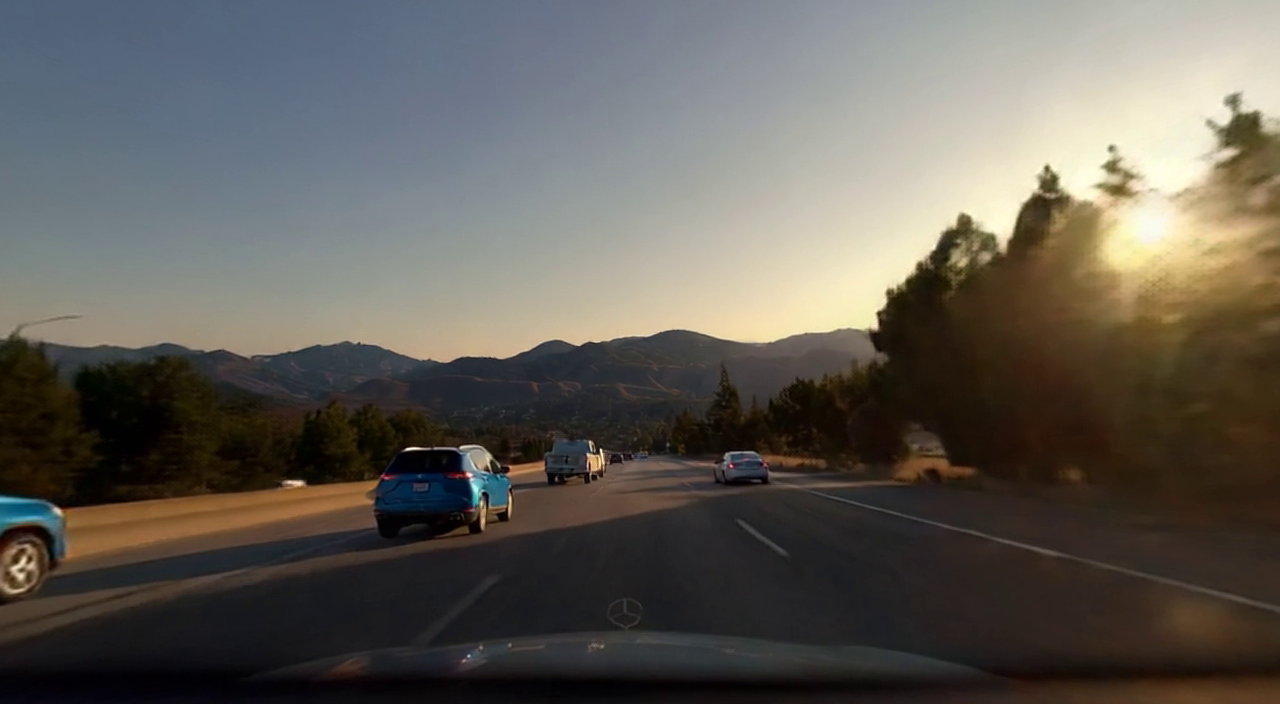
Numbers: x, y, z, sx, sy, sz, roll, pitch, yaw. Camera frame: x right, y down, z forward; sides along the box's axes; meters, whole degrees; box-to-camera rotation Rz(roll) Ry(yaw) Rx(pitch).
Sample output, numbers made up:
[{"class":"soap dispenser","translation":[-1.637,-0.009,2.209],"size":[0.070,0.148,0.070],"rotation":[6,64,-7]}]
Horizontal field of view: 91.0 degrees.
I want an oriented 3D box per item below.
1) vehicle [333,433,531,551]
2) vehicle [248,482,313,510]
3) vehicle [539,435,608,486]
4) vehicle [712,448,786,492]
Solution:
[{"class":"vehicle","translation":[-3.432,2.391,11.429],"size":[2.080,1.716,4.207],"rotation":[0,-9,1]},{"class":"vehicle","translation":[-27.948,11.188,49.225],"size":[2.017,1.720,5.219],"rotation":[0,-8,0]},{"class":"vehicle","translation":[-2.987,5.080,29.790],"size":[2.494,2.136,5.539],"rotation":[0,-9,2]},{"class":"vehicle","translation":[4.185,4.591,24.934],"size":[2.071,1.570,4.637],"rotation":[0,-9,0]}]
